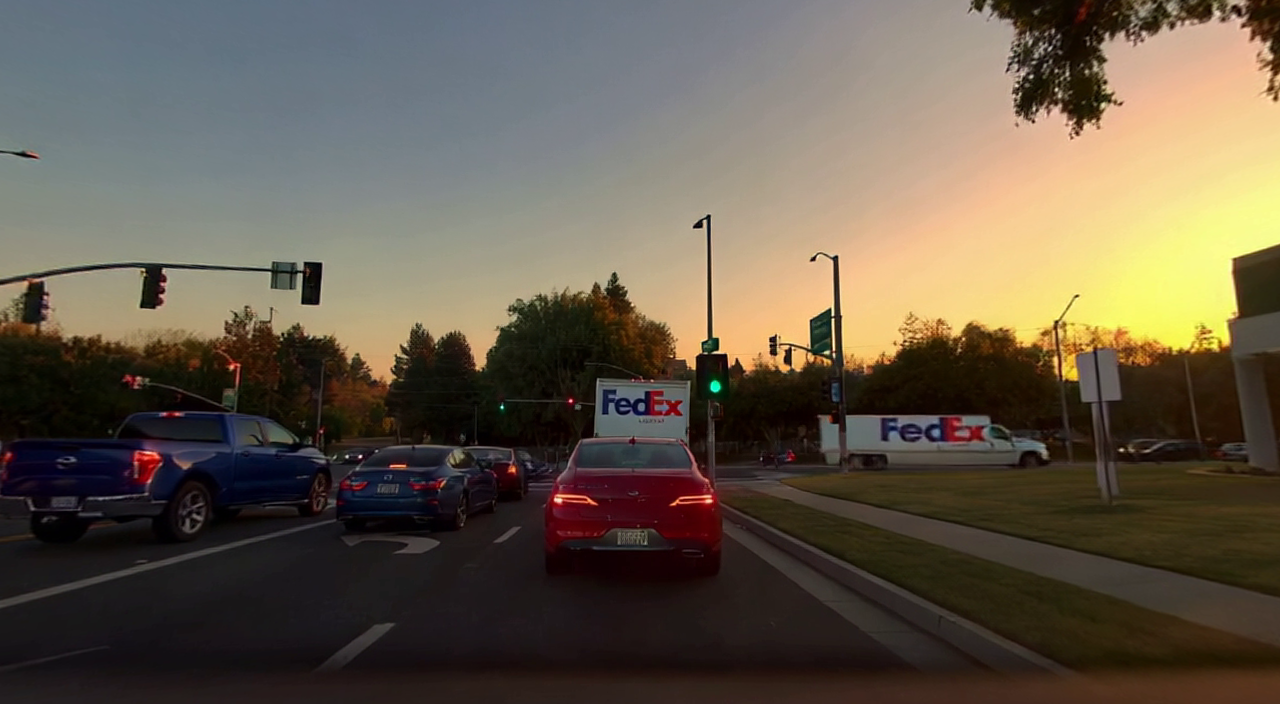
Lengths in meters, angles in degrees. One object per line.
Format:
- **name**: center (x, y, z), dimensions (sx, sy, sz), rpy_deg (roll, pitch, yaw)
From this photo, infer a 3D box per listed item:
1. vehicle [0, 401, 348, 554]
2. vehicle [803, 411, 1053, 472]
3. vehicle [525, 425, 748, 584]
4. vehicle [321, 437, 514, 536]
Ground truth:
- **vehicle**: center (-7.285, 1.979, 10.650), dimensions (2.125, 1.893, 5.498), rpy_deg (0, -9, -2)
- **vehicle**: center (16.458, 5.244, 36.764), dimensions (12.889, 3.380, 3.345), rpy_deg (0, -9, 0)
- **vehicle**: center (-0.030, 1.797, 8.259), dimensions (2.145, 1.513, 4.269), rpy_deg (0, -9, 0)
- **vehicle**: center (-3.866, 2.401, 11.877), dimensions (1.949, 1.487, 4.390), rpy_deg (0, -9, 1)
